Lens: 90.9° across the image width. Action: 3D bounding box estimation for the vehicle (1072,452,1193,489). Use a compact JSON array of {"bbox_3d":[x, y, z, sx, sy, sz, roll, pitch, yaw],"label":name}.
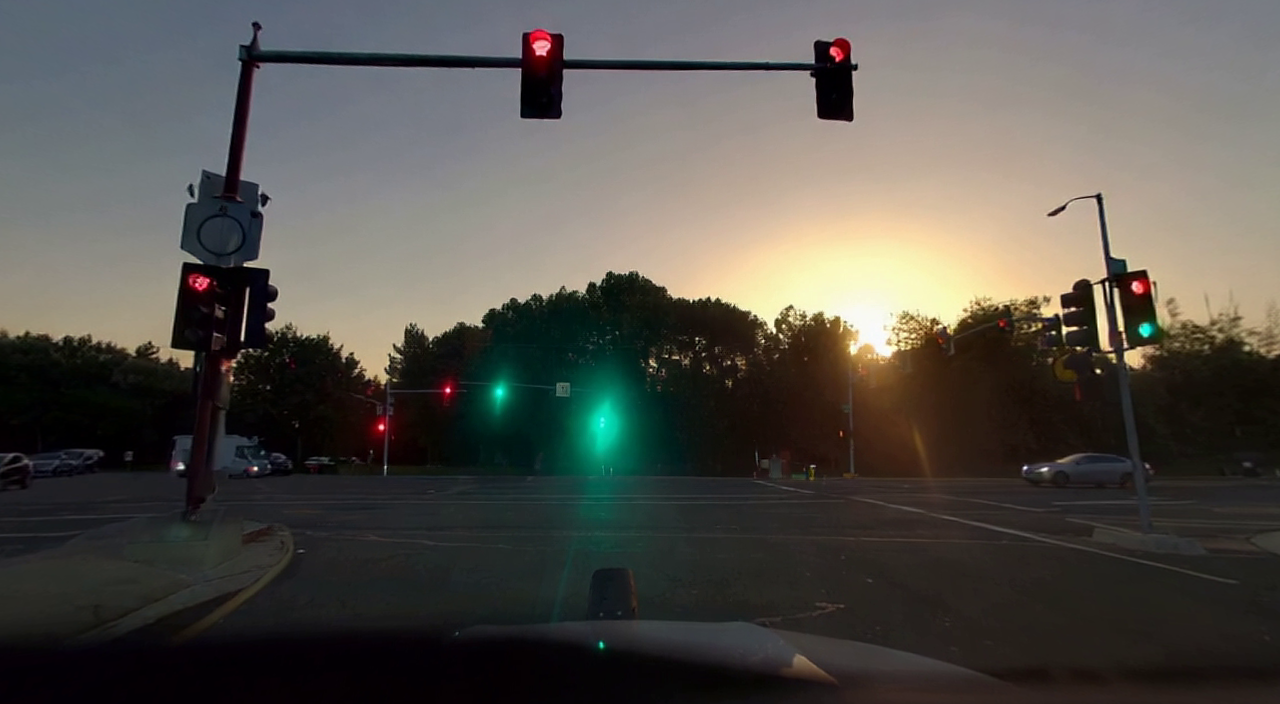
[{"bbox_3d":[22.704,5.454,29.124,3.998,1.590,1.936,1,-10,-6],"label":"vehicle"}]
